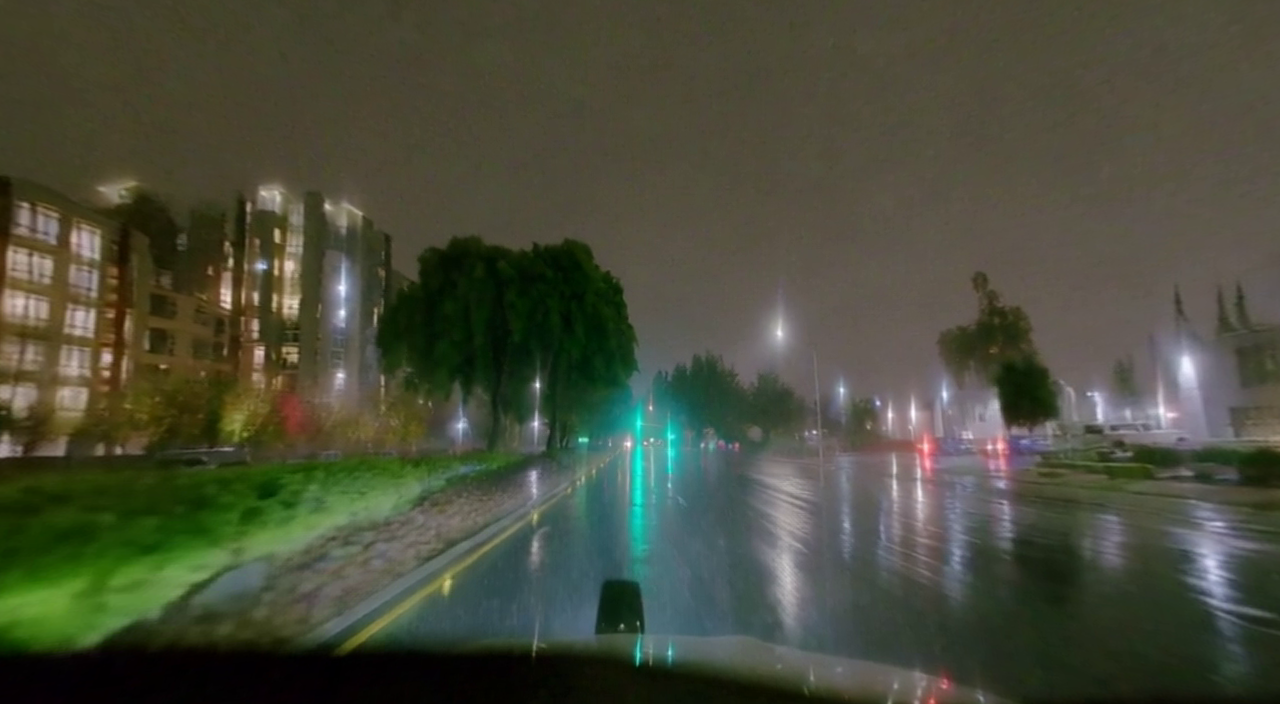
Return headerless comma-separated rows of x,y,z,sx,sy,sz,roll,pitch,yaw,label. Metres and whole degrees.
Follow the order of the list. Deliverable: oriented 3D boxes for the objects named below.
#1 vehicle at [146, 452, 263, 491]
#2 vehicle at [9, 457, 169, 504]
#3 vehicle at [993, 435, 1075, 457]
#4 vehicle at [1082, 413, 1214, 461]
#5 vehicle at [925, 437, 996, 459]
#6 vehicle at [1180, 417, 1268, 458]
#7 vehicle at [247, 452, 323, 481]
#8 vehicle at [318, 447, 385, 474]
-19.717,5.441,28.922,1.920,1.561,4.654,-2,-10,2,vehicle
-20.260,4.704,23.560,1.798,1.487,4.486,0,-8,2,vehicle
30.351,7.237,48.710,5.245,1.609,2.167,2,-9,-13,vehicle
31.074,5.251,38.723,6.797,2.774,2.304,2,-9,-12,vehicle
23.994,7.213,47.322,4.549,1.565,1.831,2,-9,-13,vehicle
36.855,5.427,39.922,3.698,2.517,2.072,2,-9,-12,vehicle
-19.773,6.368,35.399,1.959,1.459,4.150,0,-8,-2,vehicle
-20.352,7.645,44.830,2.012,1.636,4.997,-3,-8,7,vehicle
